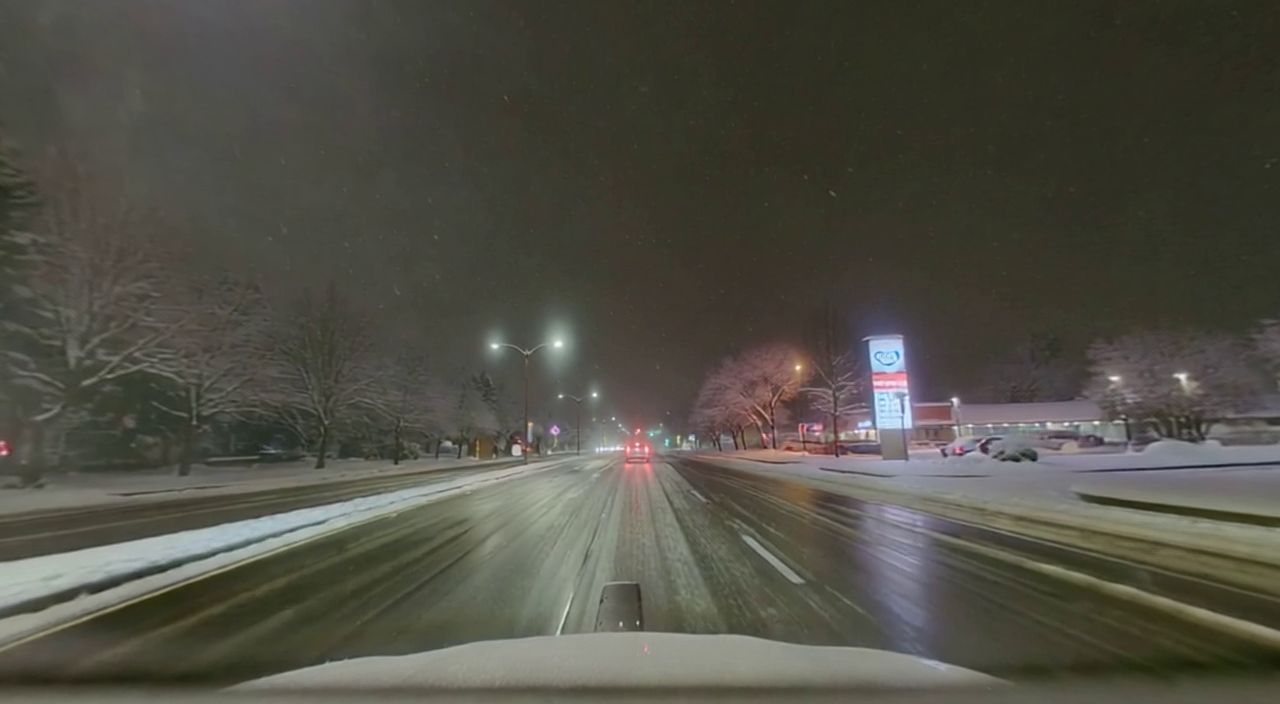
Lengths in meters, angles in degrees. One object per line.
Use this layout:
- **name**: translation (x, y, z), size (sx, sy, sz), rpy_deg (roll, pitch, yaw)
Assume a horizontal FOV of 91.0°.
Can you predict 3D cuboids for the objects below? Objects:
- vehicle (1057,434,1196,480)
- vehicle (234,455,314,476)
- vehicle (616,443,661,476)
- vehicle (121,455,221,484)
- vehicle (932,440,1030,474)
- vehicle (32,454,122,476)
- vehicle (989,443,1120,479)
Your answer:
- **vehicle**: translation (19.182, 4.159, 25.144), size (1.900, 1.639, 4.397), rpy_deg (0, -9, -2)
- **vehicle**: translation (-26.924, 8.332, 46.430), size (4.660, 1.446, 1.870), rpy_deg (0, -9, -3)
- **vehicle**: translation (-0.124, 5.126, 30.108), size (1.998, 1.452, 3.773), rpy_deg (0, -9, -1)
- **vehicle**: translation (-27.177, 6.805, 36.568), size (4.355, 1.504, 1.874), rpy_deg (-2, -9, 1)
- **vehicle**: translation (16.226, 5.006, 30.258), size (1.949, 1.458, 4.865), rpy_deg (0, -9, 0)
- **vehicle**: translation (-39.632, 7.969, 44.379), size (4.331, 1.467, 2.006), rpy_deg (0, -9, -1)
- **vehicle**: translation (16.465, 4.354, 25.353), size (1.860, 1.276, 4.671), rpy_deg (0, -9, -4)
